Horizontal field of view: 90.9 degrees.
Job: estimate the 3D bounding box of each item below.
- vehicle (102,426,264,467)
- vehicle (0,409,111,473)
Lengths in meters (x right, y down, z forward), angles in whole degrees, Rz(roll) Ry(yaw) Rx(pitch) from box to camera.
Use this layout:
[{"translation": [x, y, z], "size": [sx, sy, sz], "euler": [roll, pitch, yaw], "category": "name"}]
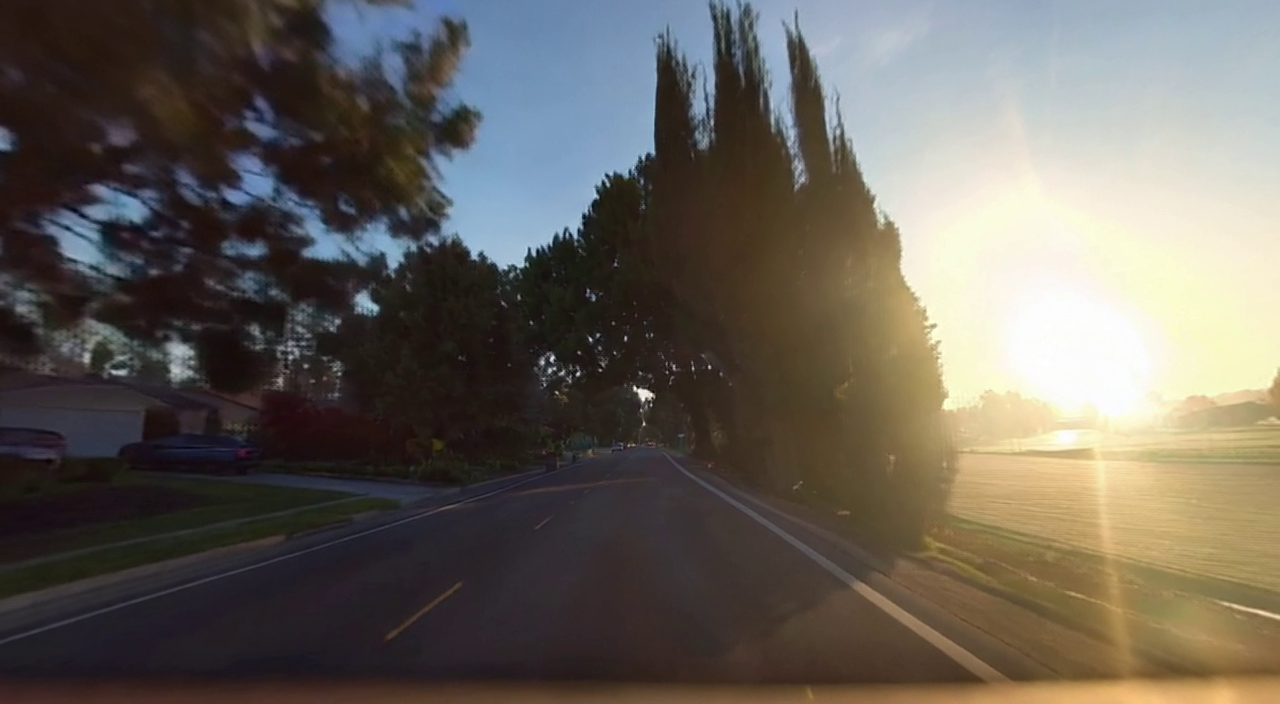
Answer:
[{"translation": [-19.146, 3.996, 26.713], "size": [5.008, 1.619, 2.102], "euler": [3, -8, -15], "category": "vehicle"}, {"translation": [-20.272, 2.839, 20.506], "size": [4.511, 1.876, 2.044], "euler": [0, -8, 10], "category": "vehicle"}]
